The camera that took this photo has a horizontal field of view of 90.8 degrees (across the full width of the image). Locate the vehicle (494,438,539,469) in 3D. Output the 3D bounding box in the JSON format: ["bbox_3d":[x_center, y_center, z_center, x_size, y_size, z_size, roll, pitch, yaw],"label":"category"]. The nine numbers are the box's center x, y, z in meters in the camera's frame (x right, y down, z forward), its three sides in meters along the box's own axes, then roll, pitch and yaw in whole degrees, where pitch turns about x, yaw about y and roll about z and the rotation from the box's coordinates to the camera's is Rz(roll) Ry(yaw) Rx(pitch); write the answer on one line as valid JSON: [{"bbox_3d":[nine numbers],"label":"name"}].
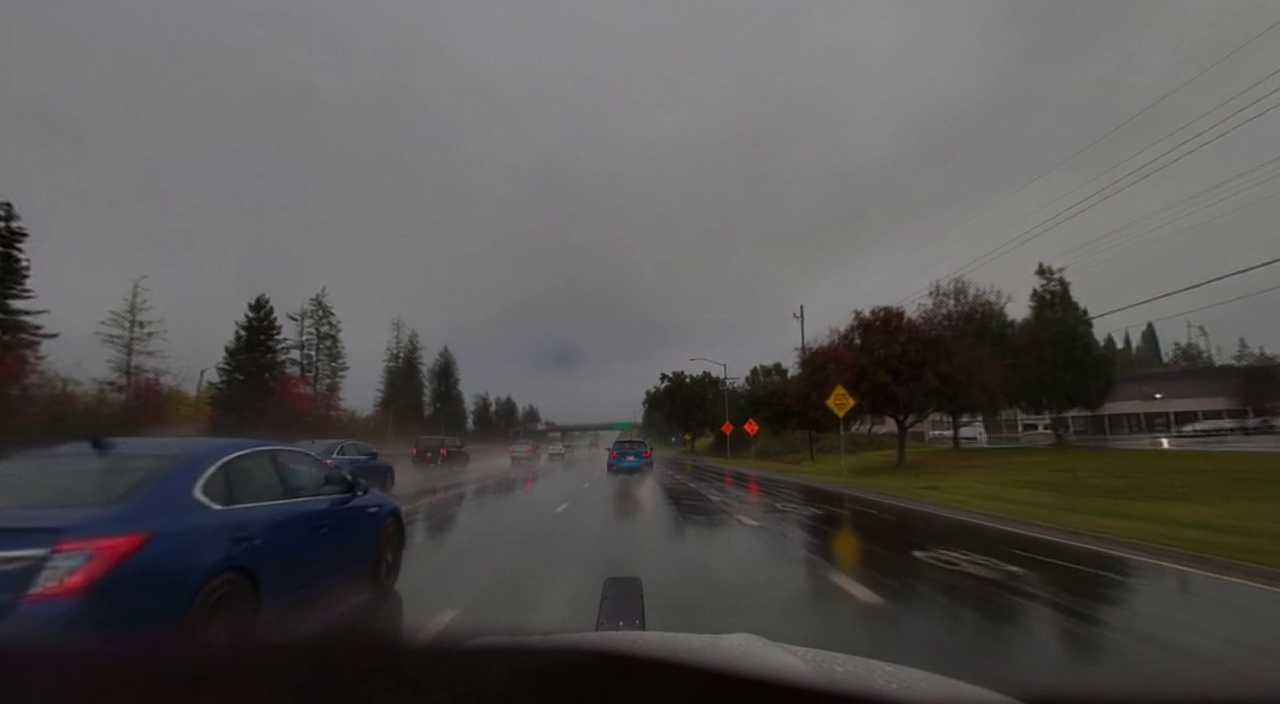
[{"bbox_3d":[-7.432,6.137,38.435,1.914,1.756,4.179,0,-8,0],"label":"vehicle"}]

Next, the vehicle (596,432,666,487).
[{"bbox_3d":[-0.320,3.597,21.391,2.140,1.653,4.108,0,-8,-1],"label":"vehicle"}]

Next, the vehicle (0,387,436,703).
[{"bbox_3d":[-3.134,1.159,3.932,2.174,1.510,4.636,0,-8,0],"label":"vehicle"}]
